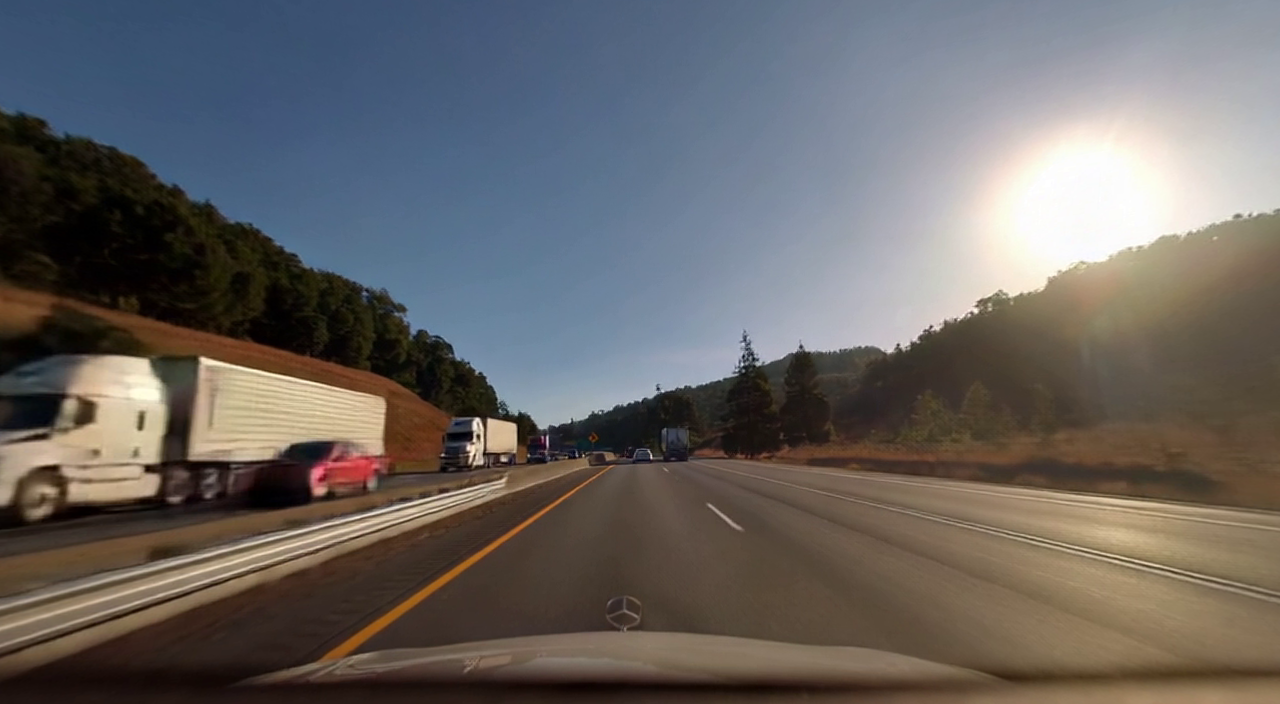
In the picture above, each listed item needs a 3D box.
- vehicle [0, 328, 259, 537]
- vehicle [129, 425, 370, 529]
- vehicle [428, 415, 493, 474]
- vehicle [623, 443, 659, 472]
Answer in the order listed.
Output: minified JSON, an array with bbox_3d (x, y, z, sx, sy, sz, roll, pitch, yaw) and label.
[{"bbox_3d":[-12.687,1.963,15.134,3.002,3.963,6.351,0,-9,-1],"label":"vehicle"},{"bbox_3d":[-8.477,2.753,14.538,2.292,1.917,5.174,0,-9,-1],"label":"vehicle"},{"bbox_3d":[-12.969,6.742,46.030,2.949,3.947,5.850,0,-9,0],"label":"vehicle"},{"bbox_3d":[0.026,6.610,39.592,2.137,1.689,4.051,0,-9,-1],"label":"vehicle"}]
